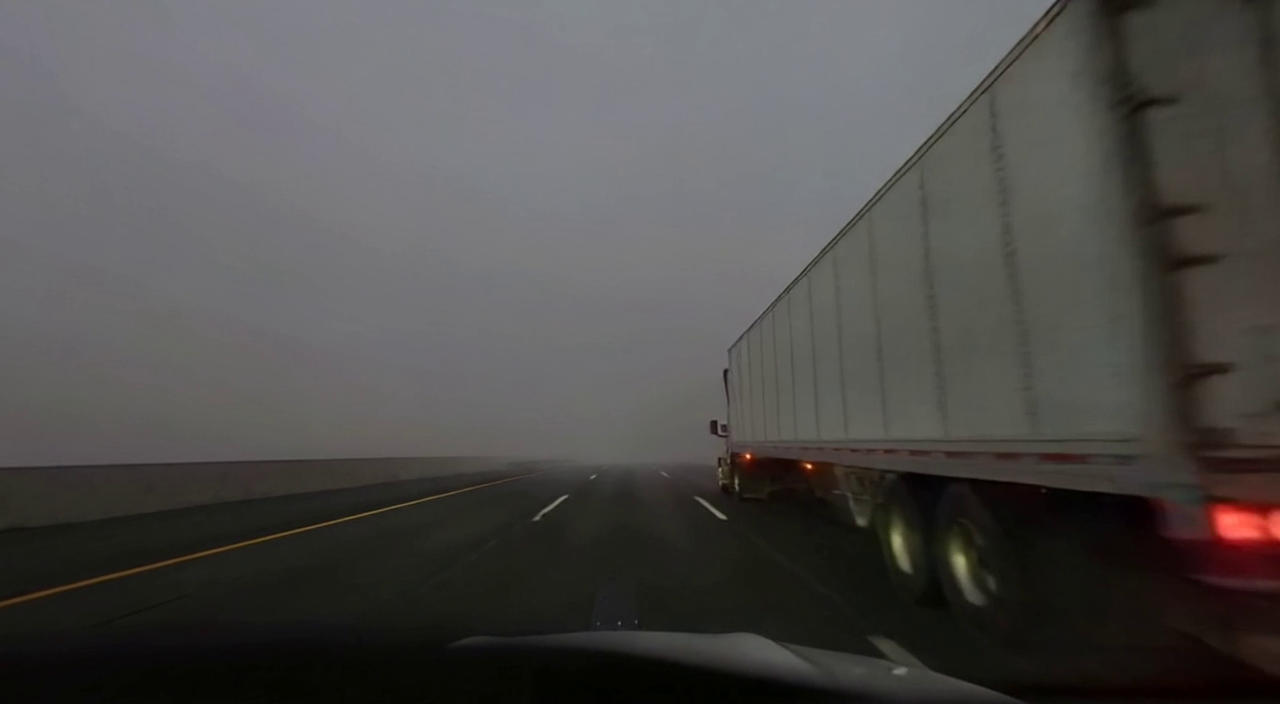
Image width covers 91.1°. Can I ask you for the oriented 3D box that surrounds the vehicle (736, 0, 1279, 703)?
[{"bbox_3d":[3.991,0.661,8.974,3.037,3.999,13.133,0,-9,0],"label":"vehicle"}]
